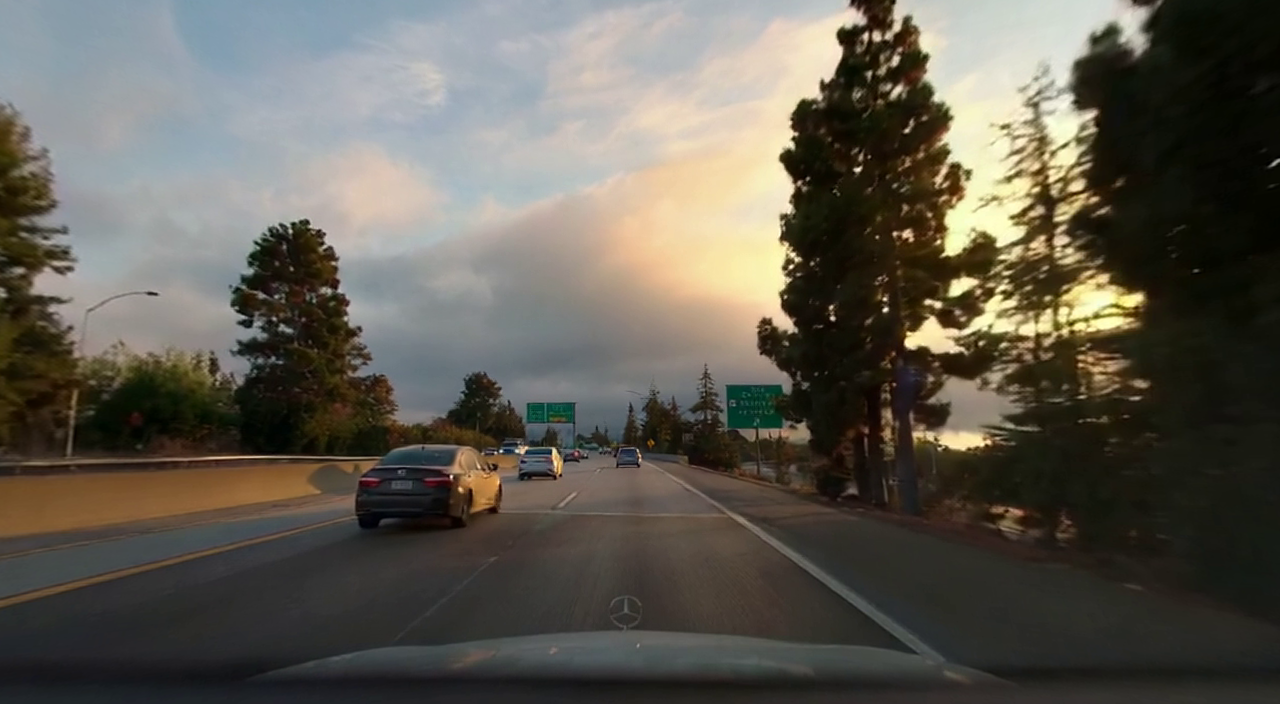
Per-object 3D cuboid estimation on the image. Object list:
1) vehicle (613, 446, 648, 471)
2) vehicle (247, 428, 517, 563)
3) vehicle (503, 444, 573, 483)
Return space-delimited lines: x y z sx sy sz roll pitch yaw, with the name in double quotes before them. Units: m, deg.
"vehicle" -0.613 6.781 40.472 2.100 1.471 3.956 0 -8 -1
"vehicle" -3.365 1.960 9.457 2.067 1.509 4.551 0 -8 1
"vehicle" -4.049 4.495 25.838 2.107 1.453 4.462 0 -8 0
